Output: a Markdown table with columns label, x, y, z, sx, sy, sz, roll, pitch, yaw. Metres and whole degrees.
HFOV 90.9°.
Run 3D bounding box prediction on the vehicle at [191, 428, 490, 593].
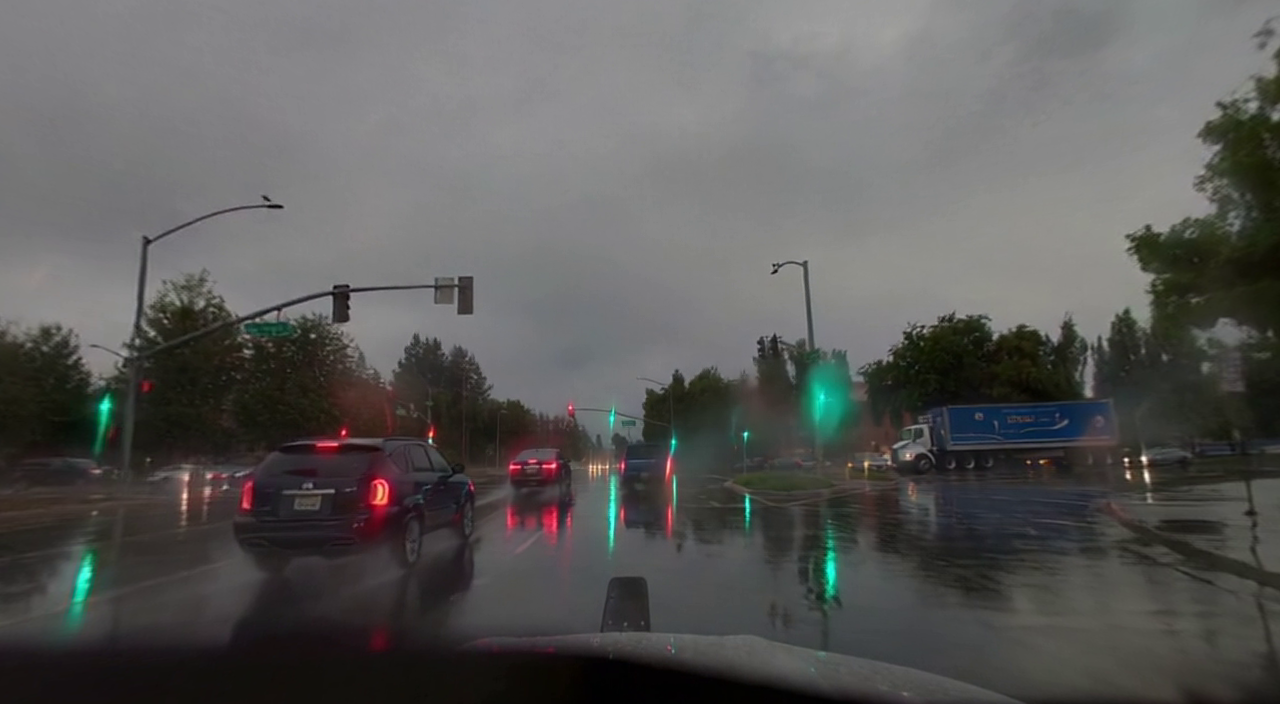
| label | x | y | z | sx | sy | sz | roll | pitch | yaw |
| --- | --- | --- | --- | --- | --- | --- | --- | --- | --- |
| vehicle | -3.232 | 1.745 | 7.731 | 1.960 | 1.528 | 3.490 | 0 | -8 | -1 |

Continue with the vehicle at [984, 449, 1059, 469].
| label | x | y | z | sx | sy | sz | roll | pitch | yaw |
| --- | --- | --- | --- | --- | --- | --- | --- | --- | --- |
| vehicle | 28.650 | 8.055 | 47.358 | 4.365 | 1.448 | 1.928 | 0 | -8 | 0 |

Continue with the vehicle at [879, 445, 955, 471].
| label | x | y | z | sx | sy | sz | roll | pitch | yaw |
| --- | --- | --- | --- | --- | --- | --- | --- | --- | --- |
| vehicle | 20.690 | 7.971 | 47.159 | 4.585 | 1.681 | 2.140 | -2 | -10 | -1 |

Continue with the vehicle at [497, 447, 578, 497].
| label | x | y | z | sx | sy | sz | roll | pitch | yaw |
| --- | --- | --- | --- | --- | --- | --- | --- | --- | --- |
| vehicle | -3.324 | 3.976 | 21.296 | 2.013 | 1.474 | 4.393 | 0 | -8 | 0 |

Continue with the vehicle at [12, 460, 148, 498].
| label | x | y | z | sx | sy | sz | roll | pitch | yaw |
| --- | --- | --- | --- | --- | --- | --- | --- | --- | --- |
| vehicle | -27.179 | 6.148 | 30.701 | 4.623 | 1.710 | 2.034 | 0 | -8 | 1 |

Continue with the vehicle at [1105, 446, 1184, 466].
| label | x | y | z | sx | sy | sz | roll | pitch | yaw |
| --- | --- | --- | --- | --- | --- | --- | --- | --- | --- |
| vehicle | 37.789 | 7.760 | 47.231 | 4.525 | 1.468 | 1.839 | 1 | -8 | -6 |

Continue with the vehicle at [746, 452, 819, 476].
| label | x | y | z | sx | sy | sz | roll | pitch | yaw |
| --- | --- | --- | --- | --- | --- | --- | --- | --- | --- |
| vehicle | 10.540 | 8.329 | 46.866 | 4.875 | 1.473 | 2.077 | -2 | -12 | -2 |

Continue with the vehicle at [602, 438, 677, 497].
| label | x | y | z | sx | sy | sz | roll | pitch | yaw |
| --- | --- | --- | --- | --- | --- | --- | --- | --- | --- |
| vehicle | -0.010 | 3.625 | 20.198 | 2.163 | 1.678 | 3.846 | 0 | -8 | 0 |
